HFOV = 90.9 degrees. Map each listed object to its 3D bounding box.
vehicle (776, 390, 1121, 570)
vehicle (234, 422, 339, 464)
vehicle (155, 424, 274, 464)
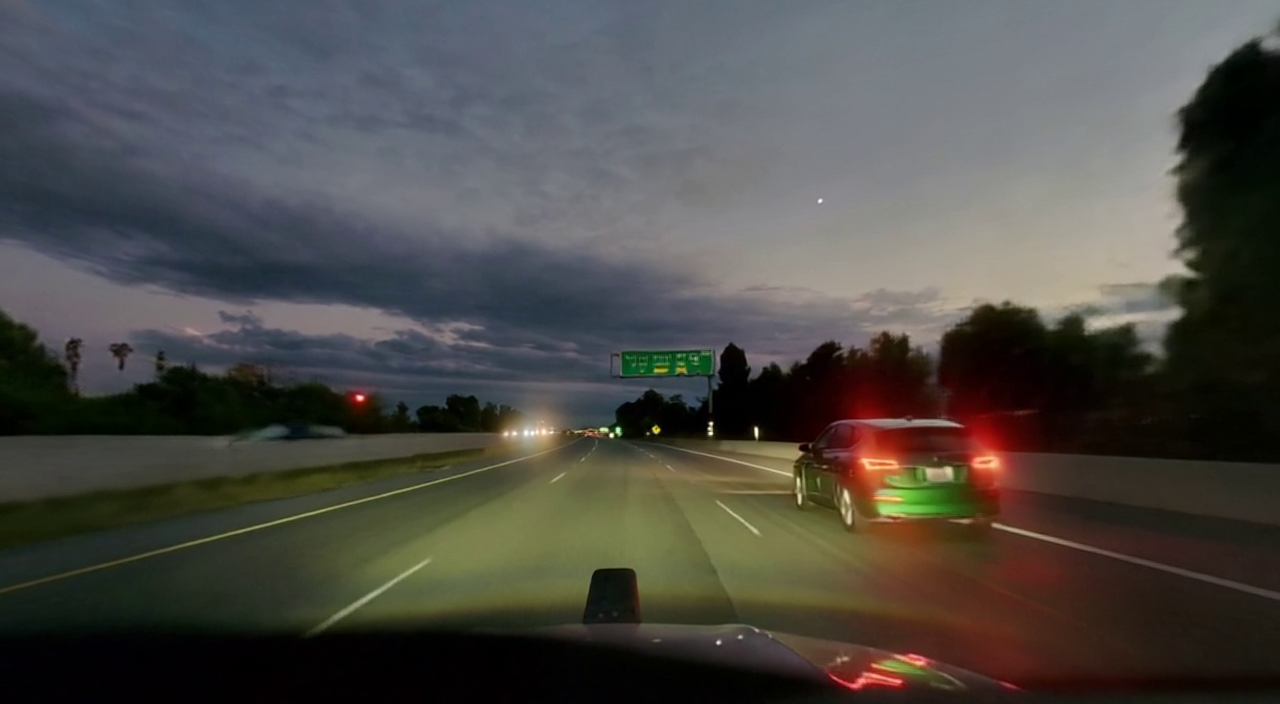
[{"bbox_3d":[3.317,1.479,8.021,2.107,1.642,4.331,0,-8,-1],"label":"vehicle"},{"bbox_3d":[-13.108,3.404,23.646,1.775,1.444,3.824,0,-8,-2],"label":"vehicle"},{"bbox_3d":[-17.079,3.736,25.602,1.862,1.464,4.405,0,-8,-2],"label":"vehicle"}]
